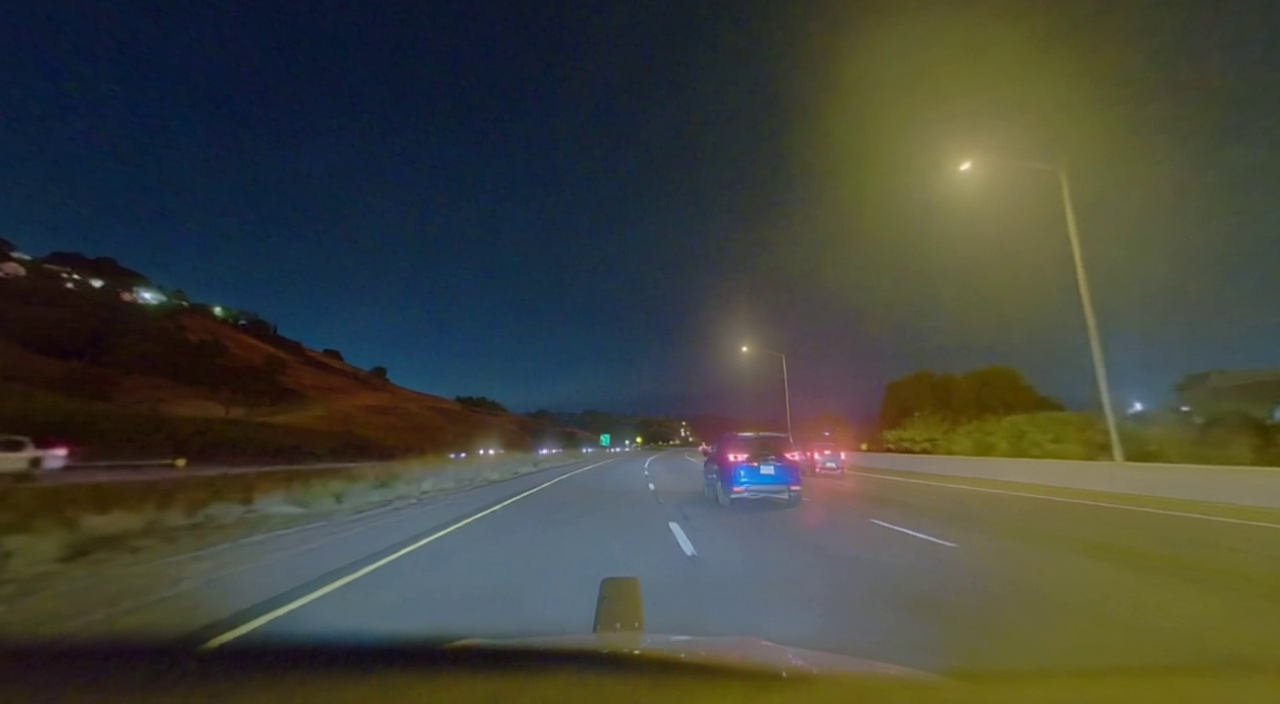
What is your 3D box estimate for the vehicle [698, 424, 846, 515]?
[{"bbox_3d":[2.832,2.673,14.799,2.318,1.766,4.587,0,-9,-2],"label":"vehicle"}]
